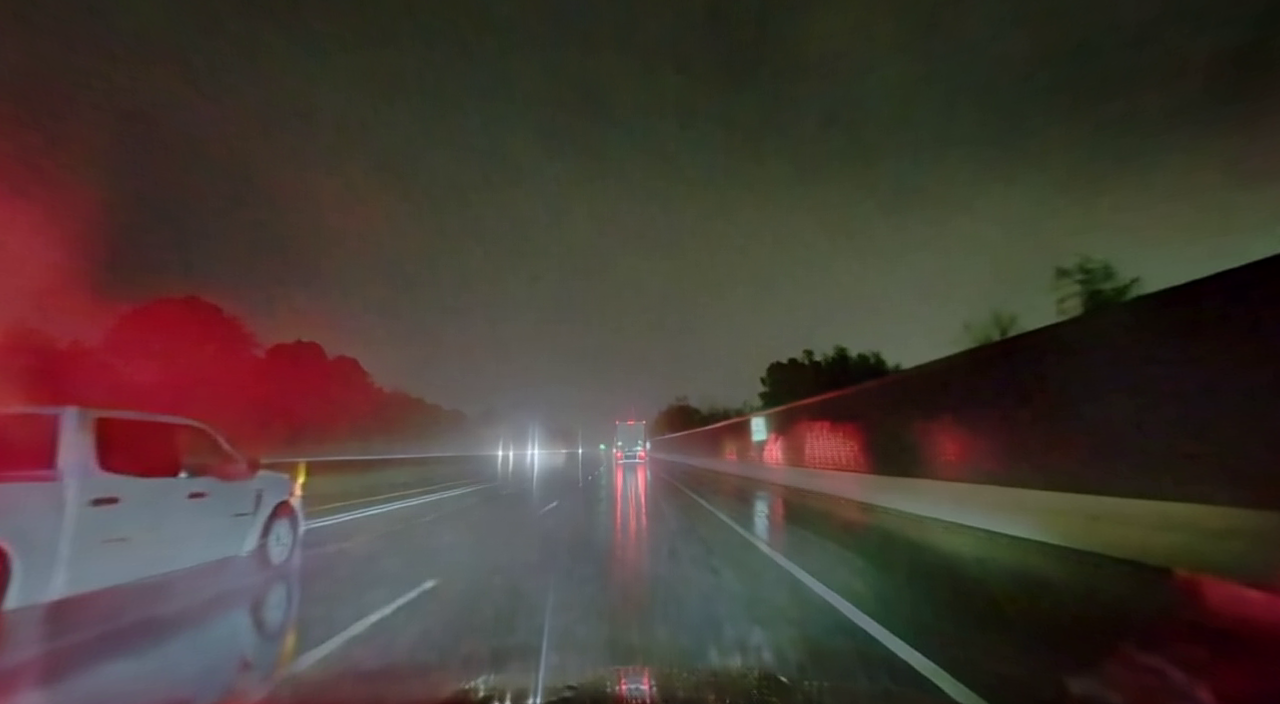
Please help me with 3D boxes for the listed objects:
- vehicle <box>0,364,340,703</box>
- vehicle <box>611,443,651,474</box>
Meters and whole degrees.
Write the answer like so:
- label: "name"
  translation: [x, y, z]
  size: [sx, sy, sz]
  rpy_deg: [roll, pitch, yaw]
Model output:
- label: "vehicle"
  translation: [-3.979, 1.019, 3.616]
  size: [2.181, 1.653, 4.691]
  rpy_deg: [0, -9, 0]
- label: "vehicle"
  translation: [-0.530, 6.299, 37.240]
  size: [2.230, 1.715, 4.243]
  rpy_deg: [0, -9, -1]
